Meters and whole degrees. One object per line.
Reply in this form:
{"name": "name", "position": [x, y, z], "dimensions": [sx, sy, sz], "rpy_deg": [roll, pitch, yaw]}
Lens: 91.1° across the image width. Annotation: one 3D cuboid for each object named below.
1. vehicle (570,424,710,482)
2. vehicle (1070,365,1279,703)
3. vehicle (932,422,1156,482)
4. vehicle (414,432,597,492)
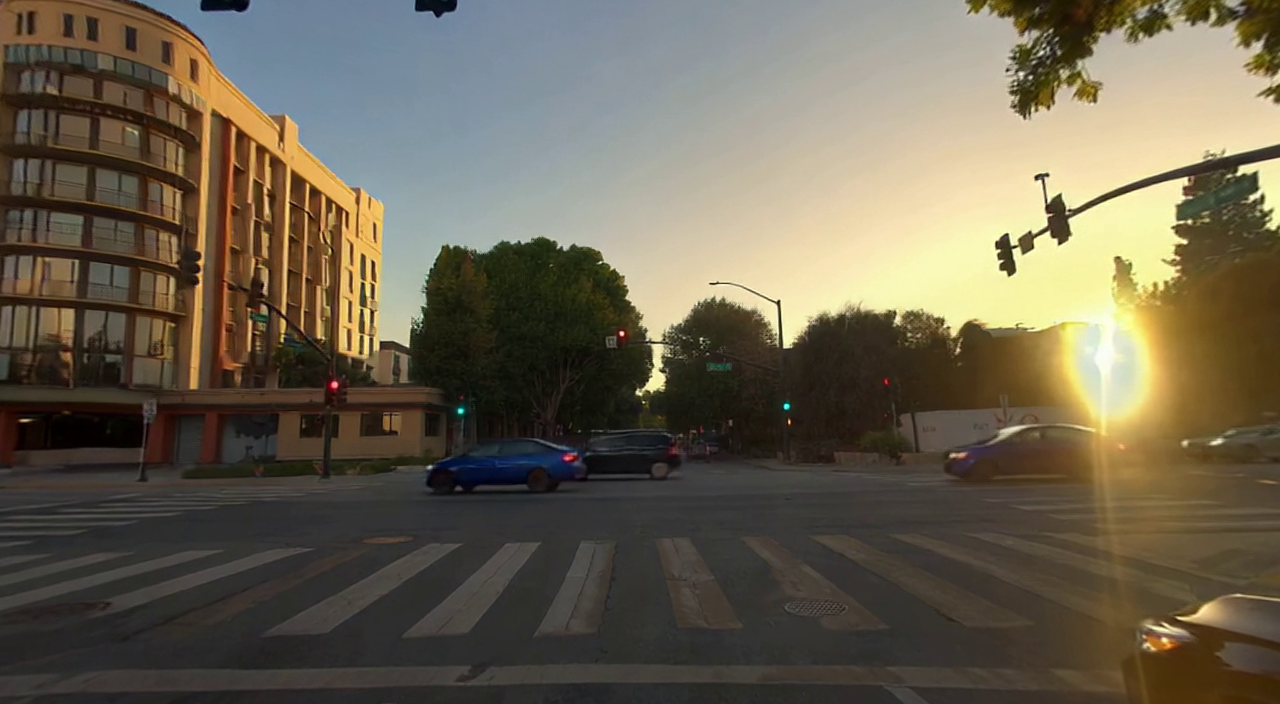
{"name": "vehicle", "position": [0.006, 3.279, 20.535], "dimensions": [4.363, 1.757, 1.926], "rpy_deg": [0, -8, 1]}
{"name": "vehicle", "position": [2.890, 0.675, 0.831], "dimensions": [1.947, 1.576, 3.825], "rpy_deg": [0, -8, 1]}
{"name": "vehicle", "position": [10.738, 2.685, 16.957], "dimensions": [4.723, 1.484, 1.883], "rpy_deg": [0, -8, 0]}
{"name": "vehicle", "position": [-3.459, 2.925, 16.814], "dimensions": [4.464, 1.472, 1.867], "rpy_deg": [0, -8, 0]}
